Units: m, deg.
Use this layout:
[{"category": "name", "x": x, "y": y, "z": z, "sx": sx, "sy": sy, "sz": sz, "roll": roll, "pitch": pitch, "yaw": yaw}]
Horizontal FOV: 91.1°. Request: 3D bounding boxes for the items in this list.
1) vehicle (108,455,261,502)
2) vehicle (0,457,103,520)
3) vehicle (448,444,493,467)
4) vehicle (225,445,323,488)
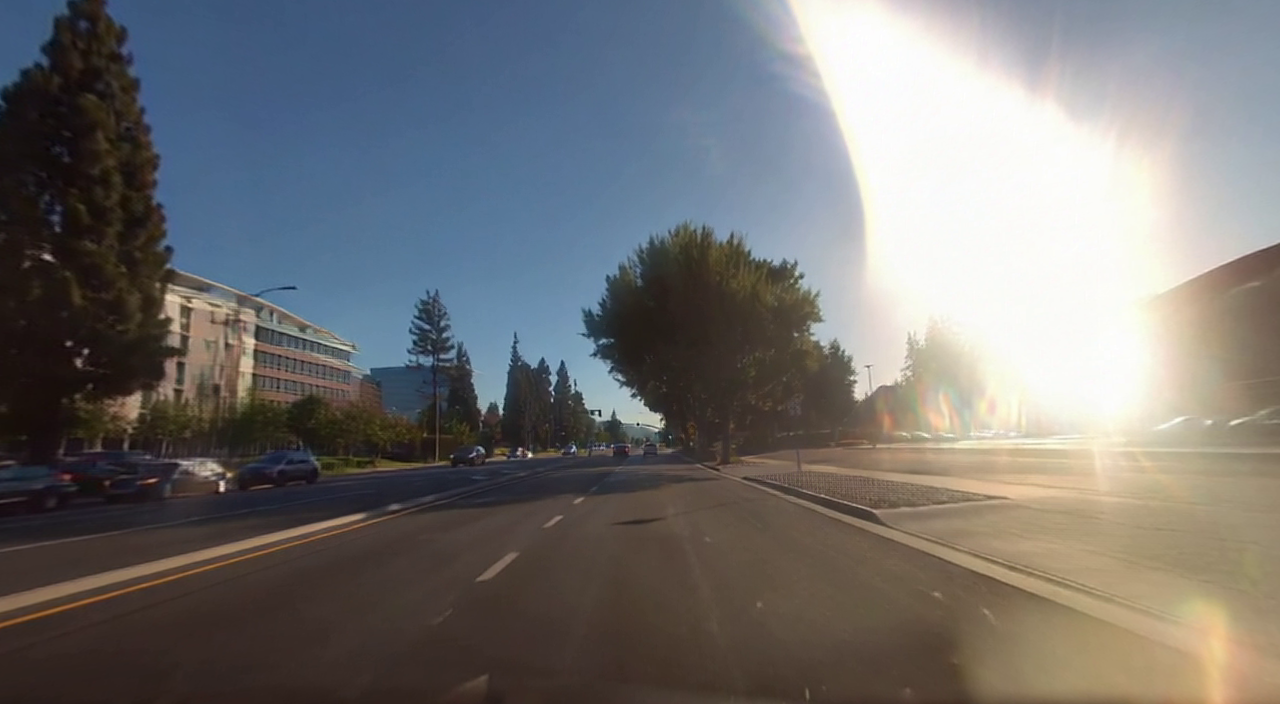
[{"category": "vehicle", "x": -17.329, "y": 4.802, "z": 24.298, "sx": 1.955, "sy": 1.486, "sz": 5.112, "roll": 0, "pitch": -8, "yaw": 2}, {"category": "vehicle", "x": -17.244, "y": 3.571, "z": 16.329, "sx": 2.014, "sy": 1.515, "sz": 5.027, "roll": 0, "pitch": -8, "yaw": 2}, {"category": "vehicle", "x": -13.257, "y": 8.097, "z": 49.352, "sx": 2.145, "sy": 1.754, "sz": 4.777, "roll": 0, "pitch": -8, "yaw": 1}, {"category": "vehicle", "x": -17.248, "y": 5.373, "z": 29.863, "sx": 1.998, "sy": 1.724, "sz": 4.486, "roll": -3, "pitch": -9, "yaw": 0}]
